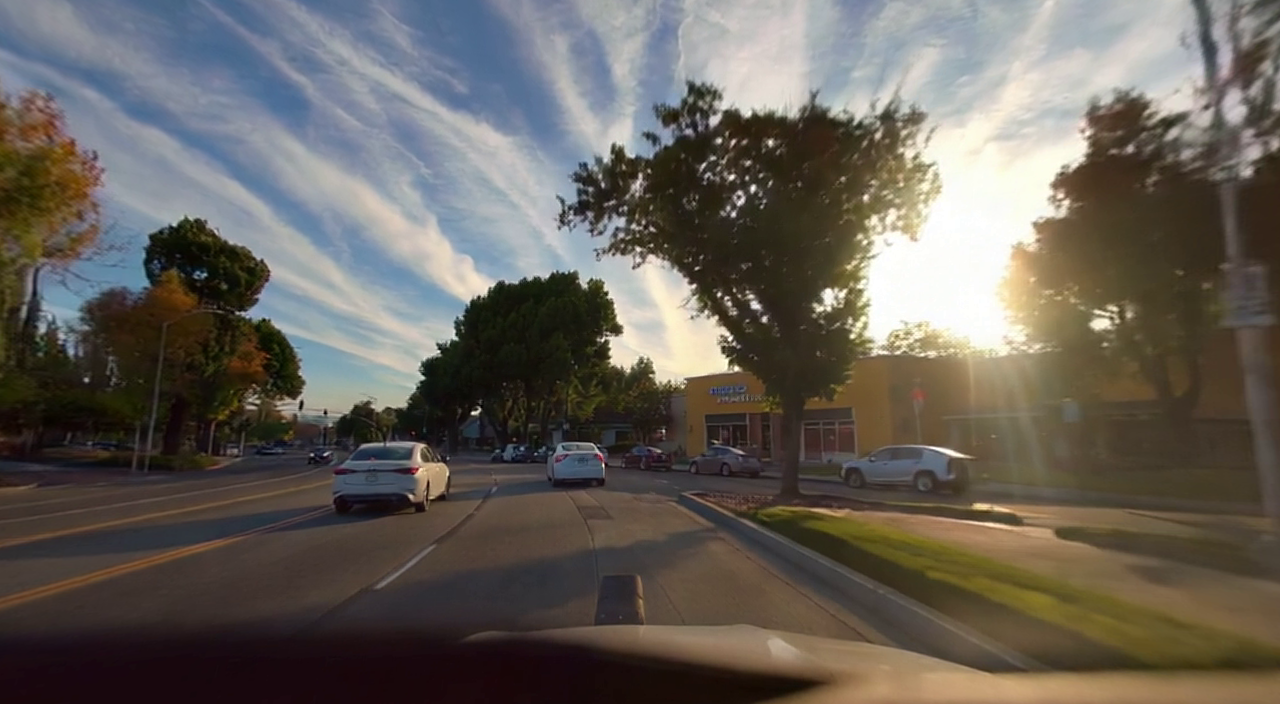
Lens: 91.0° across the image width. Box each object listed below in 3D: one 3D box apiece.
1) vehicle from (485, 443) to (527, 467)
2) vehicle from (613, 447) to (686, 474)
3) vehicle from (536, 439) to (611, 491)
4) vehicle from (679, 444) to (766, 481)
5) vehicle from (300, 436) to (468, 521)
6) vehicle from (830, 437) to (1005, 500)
[{"bbox_3d":[-8.771,6.668,40.913,1.920,1.416,4.310,3,-9,-22],"label":"vehicle"},{"bbox_3d":[0.444,6.211,36.408,2.038,1.446,4.896,5,-10,-28],"label":"vehicle"},{"bbox_3d":[-2.298,3.661,20.771,2.001,1.483,4.442,2,-9,-12],"label":"vehicle"},{"bbox_3d":[3.694,5.038,28.935,1.952,1.547,4.091,4,-10,-26],"label":"vehicle"},{"bbox_3d":[-5.226,2.616,13.692,2.105,1.477,4.857,1,-9,-7],"label":"vehicle"},{"bbox_3d":[8.532,3.594,19.947,2.095,1.697,4.801,4,-9,-25],"label":"vehicle"}]
